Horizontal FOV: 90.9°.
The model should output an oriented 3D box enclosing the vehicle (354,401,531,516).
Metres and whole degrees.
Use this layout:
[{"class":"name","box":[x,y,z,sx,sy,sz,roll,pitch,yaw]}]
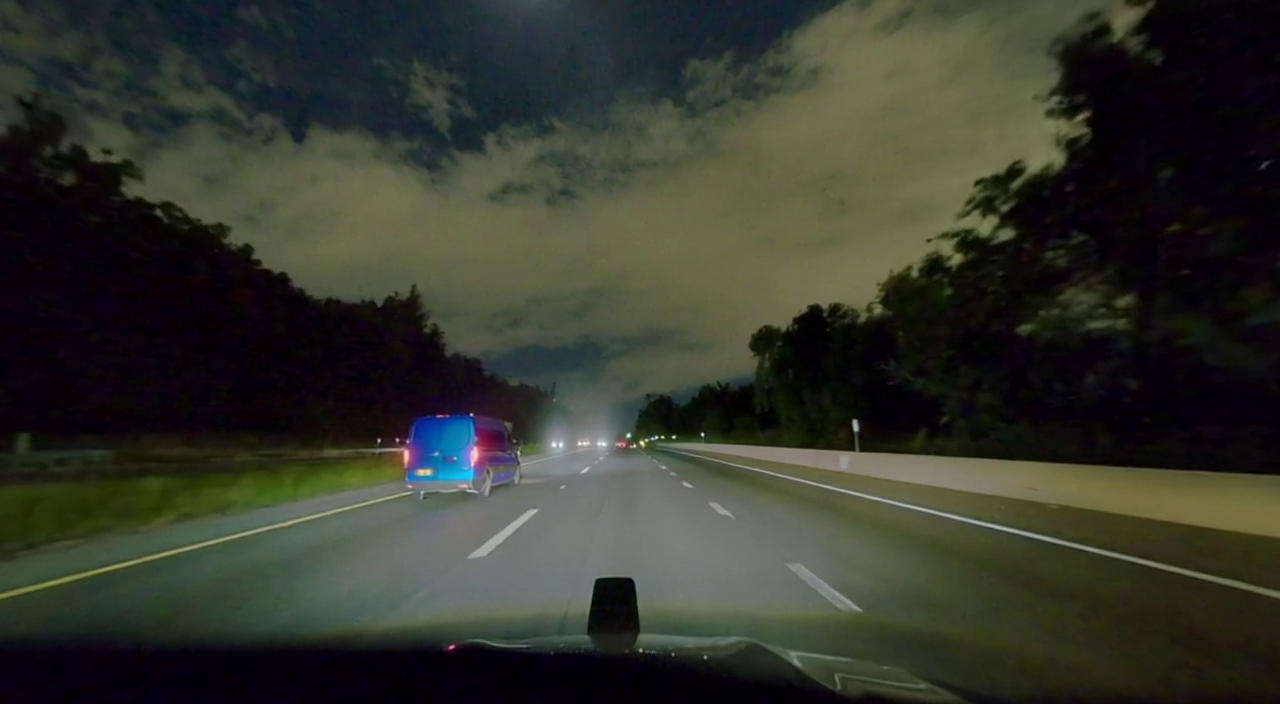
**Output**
[{"class":"vehicle","box":[-3.887,2.199,13.520,2.297,2.011,4.736,0,-8,0]}]
